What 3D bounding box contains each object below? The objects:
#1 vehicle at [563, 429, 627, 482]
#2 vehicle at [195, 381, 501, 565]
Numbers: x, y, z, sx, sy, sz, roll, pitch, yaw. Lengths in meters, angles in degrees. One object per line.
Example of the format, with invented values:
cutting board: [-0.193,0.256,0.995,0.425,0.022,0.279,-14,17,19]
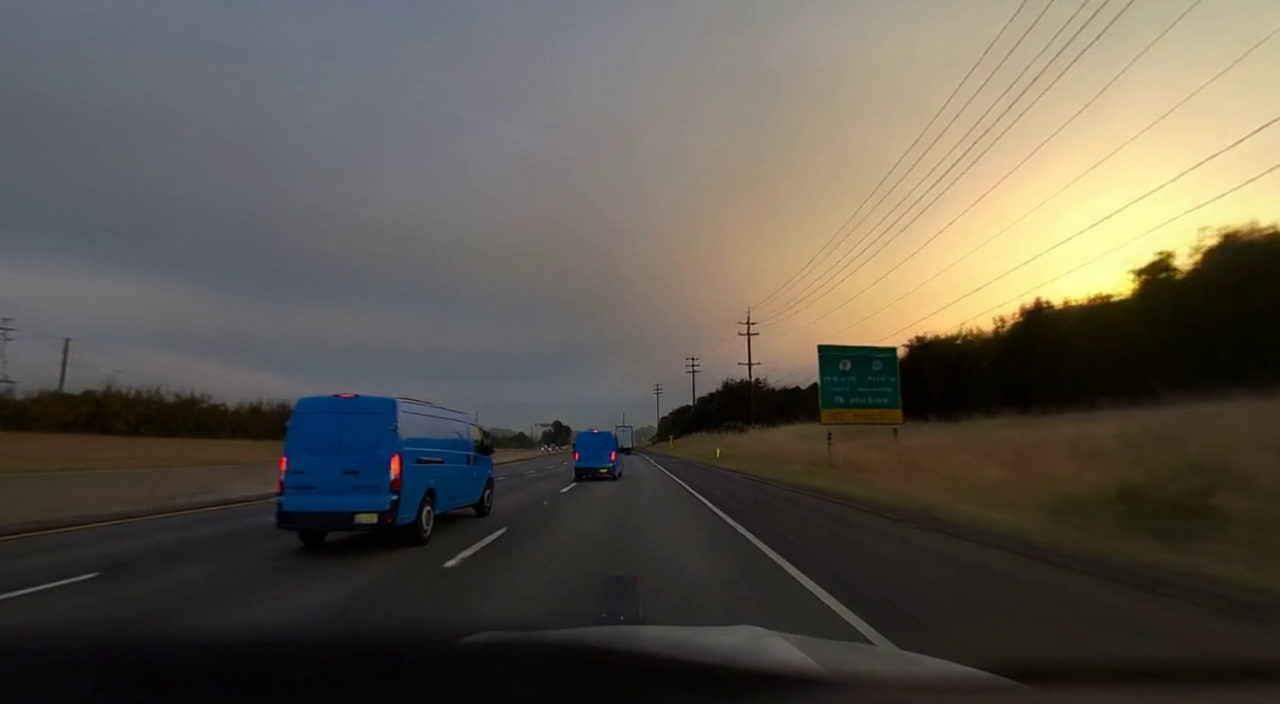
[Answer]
vehicle: [-1.748,4.341,26.582,2.197,2.011,5.130,0,-9,1]
vehicle: [-3.767,1.712,9.487,2.145,2.010,4.980,0,-9,0]
